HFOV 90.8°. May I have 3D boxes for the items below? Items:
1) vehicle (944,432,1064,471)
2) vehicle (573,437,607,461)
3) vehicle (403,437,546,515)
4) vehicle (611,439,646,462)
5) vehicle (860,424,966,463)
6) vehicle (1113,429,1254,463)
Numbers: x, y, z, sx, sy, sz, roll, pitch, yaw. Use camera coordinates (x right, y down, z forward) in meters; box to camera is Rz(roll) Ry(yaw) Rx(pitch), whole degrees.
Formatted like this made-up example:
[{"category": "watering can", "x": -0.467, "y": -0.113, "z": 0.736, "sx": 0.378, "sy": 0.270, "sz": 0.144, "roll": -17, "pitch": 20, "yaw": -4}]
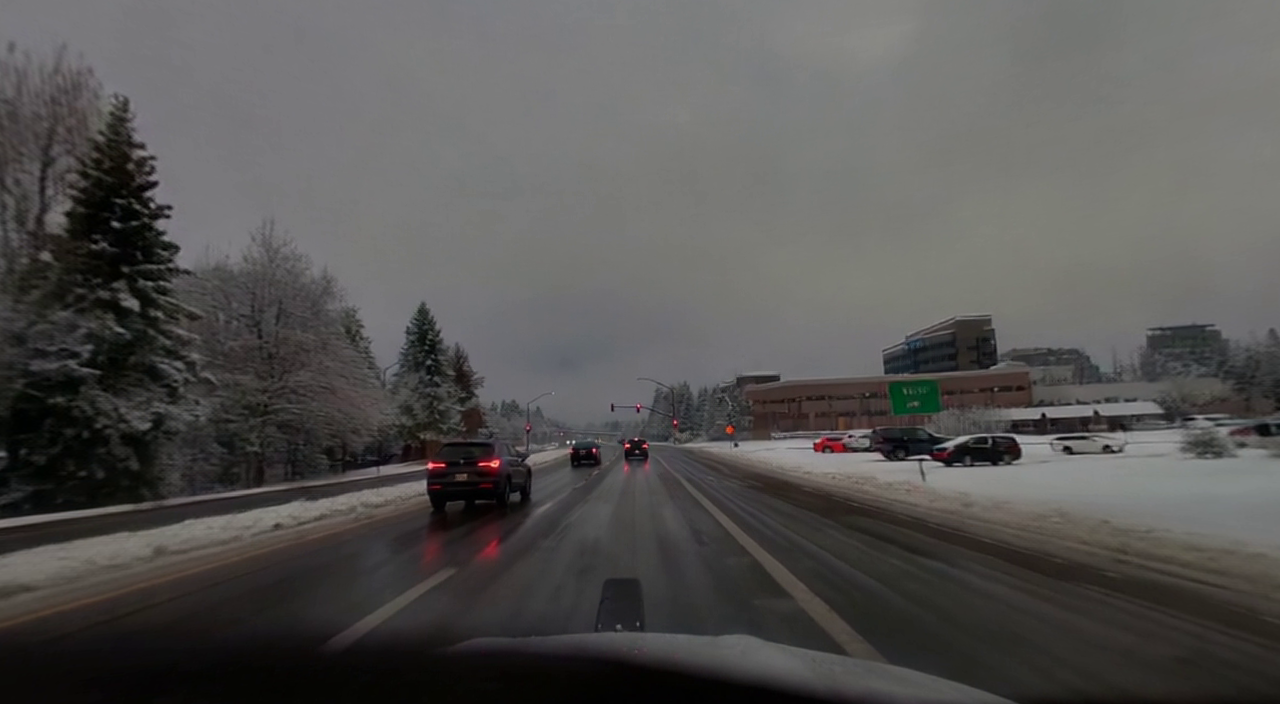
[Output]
[{"category": "vehicle", "x": 14.908, "y": 4.062, "z": 25.875, "sx": 4.505, "sy": 1.472, "sz": 2.020, "roll": 4, "pitch": -10, "yaw": -27}, {"category": "vehicle", "x": -3.778, "y": 7.440, "z": 48.441, "sx": 2.144, "sy": 1.732, "sz": 4.279, "roll": -1, "pitch": -8, "yaw": 2}, {"category": "vehicle", "x": -3.501, "y": 2.705, "z": 14.368, "sx": 1.920, "sy": 1.480, "sz": 4.549, "roll": 0, "pitch": -8, "yaw": 2}, {"category": "vehicle", "x": -0.716, "y": 6.687, "z": 42.913, "sx": 2.231, "sy": 1.481, "sz": 4.489, "roll": 0, "pitch": -8, "yaw": 0}, {"category": "vehicle", "x": 14.951, "y": 5.008, "z": 34.579, "sx": 5.394, "sy": 1.994, "sz": 2.228, "roll": 4, "pitch": -9, "yaw": -26}, {"category": "vehicle", "x": 25.161, "y": 4.398, "z": 29.472, "sx": 4.528, "sy": 1.450, "sz": 1.889, "roll": -4, "pitch": -9, "yaw": 26}]
